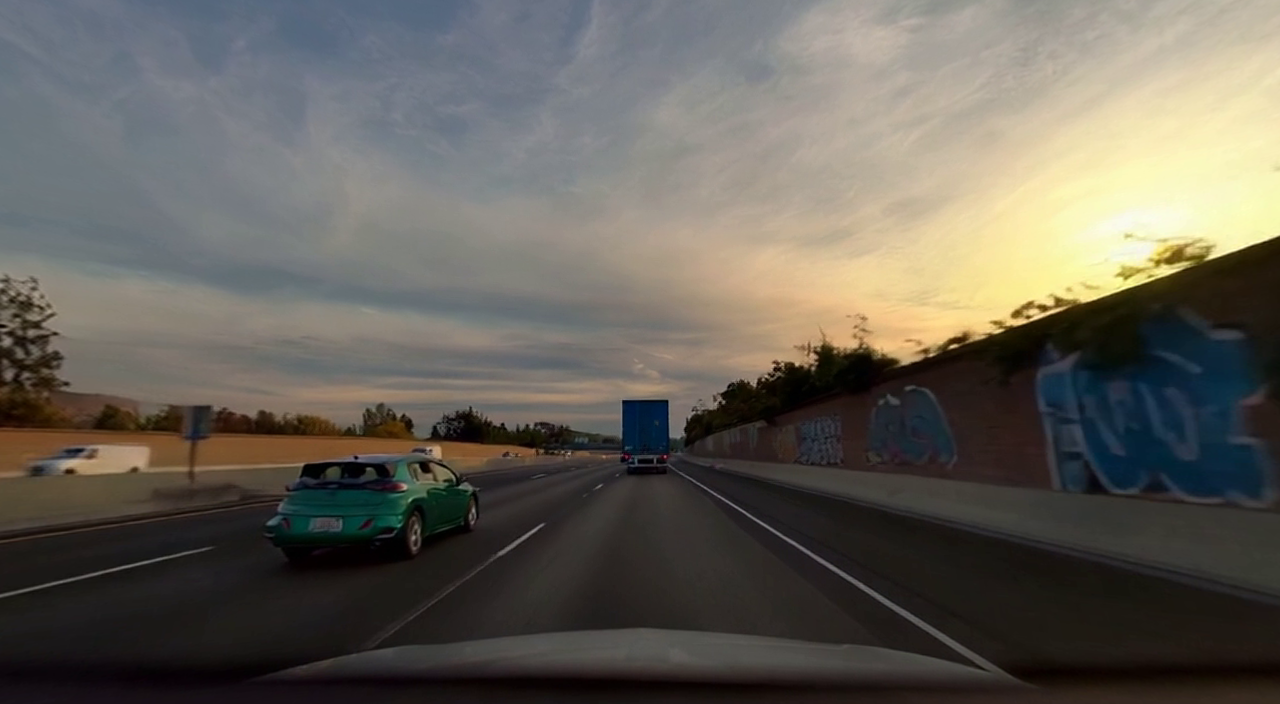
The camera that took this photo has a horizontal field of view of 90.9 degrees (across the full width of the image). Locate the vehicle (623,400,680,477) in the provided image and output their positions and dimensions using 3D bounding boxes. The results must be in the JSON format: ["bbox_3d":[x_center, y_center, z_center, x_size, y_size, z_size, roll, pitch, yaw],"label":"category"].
[{"bbox_3d":[0.613,5.419,38.838,2.997,4.069,10.871,0,-9,0],"label":"vehicle"}]

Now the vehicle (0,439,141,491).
[{"bbox_3d":[-24.614,4.799,27.155,2.147,2.006,4.767,0,-9,1],"label":"vehicle"}]
